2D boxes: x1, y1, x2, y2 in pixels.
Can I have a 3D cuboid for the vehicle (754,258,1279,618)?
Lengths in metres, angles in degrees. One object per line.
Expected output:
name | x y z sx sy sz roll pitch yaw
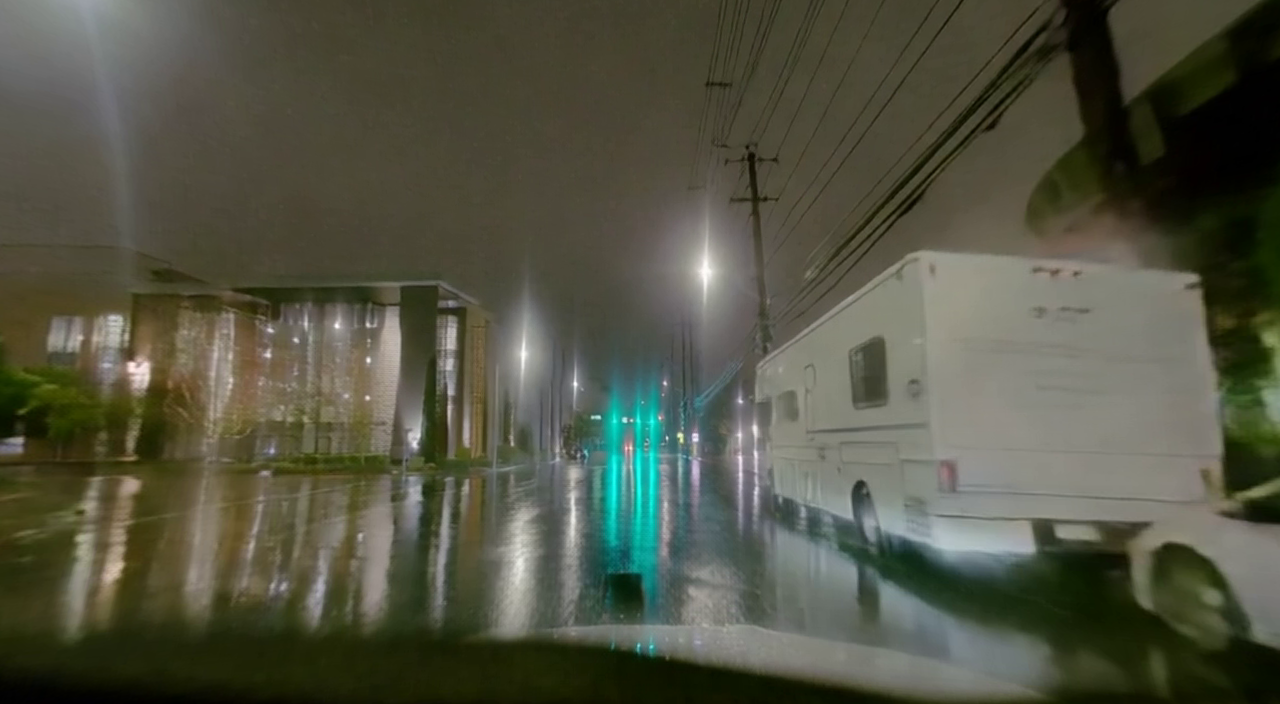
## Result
vehicle | 4.254 1.378 10.105 3.110 3.241 8.788 0 -9 -1

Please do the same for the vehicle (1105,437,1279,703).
vehicle | 4.432 1.109 2.770 1.852 1.497 3.672 -2 -9 -2
